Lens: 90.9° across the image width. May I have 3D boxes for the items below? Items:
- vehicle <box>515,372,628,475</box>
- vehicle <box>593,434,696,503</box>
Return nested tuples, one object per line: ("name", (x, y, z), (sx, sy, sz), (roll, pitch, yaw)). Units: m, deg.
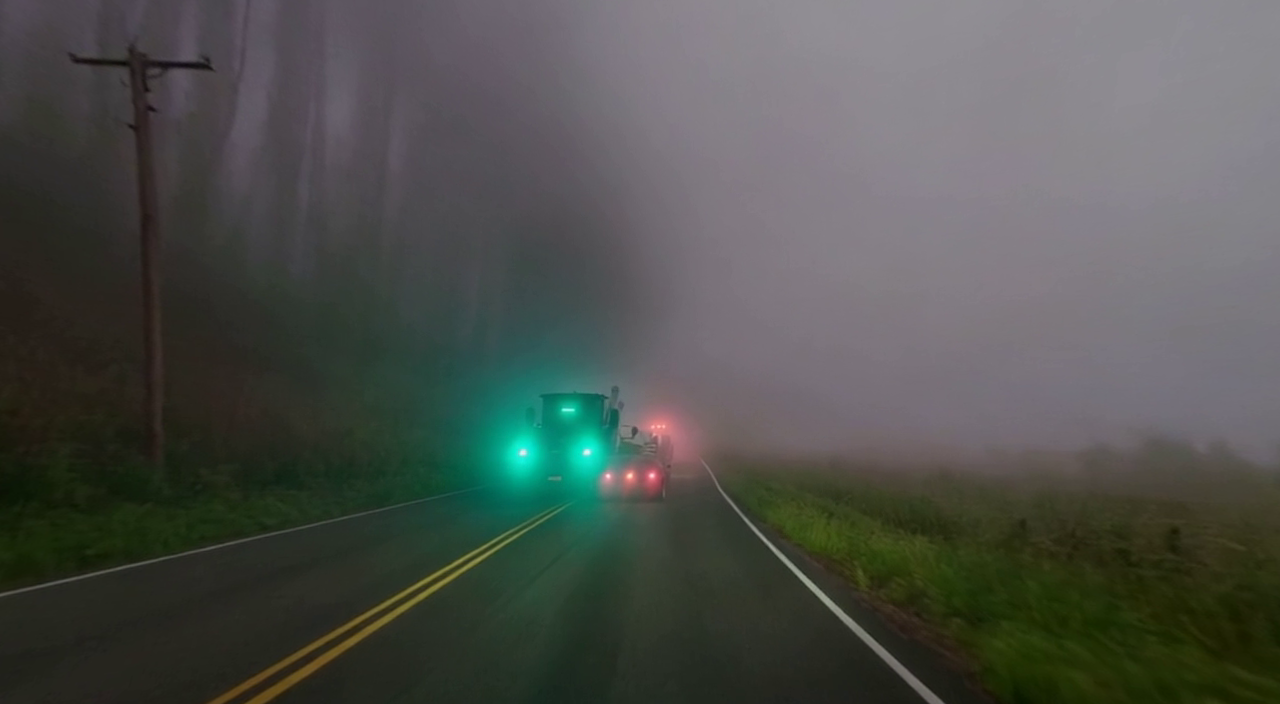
("vehicle", (-3.382, 3.739, 31.432), (4.788, 4.368, 6.529), (3, -10, -6))
("vehicle", (0.162, 2.806, 15.649), (2.196, 1.465, 4.294), (0, -8, 2))
